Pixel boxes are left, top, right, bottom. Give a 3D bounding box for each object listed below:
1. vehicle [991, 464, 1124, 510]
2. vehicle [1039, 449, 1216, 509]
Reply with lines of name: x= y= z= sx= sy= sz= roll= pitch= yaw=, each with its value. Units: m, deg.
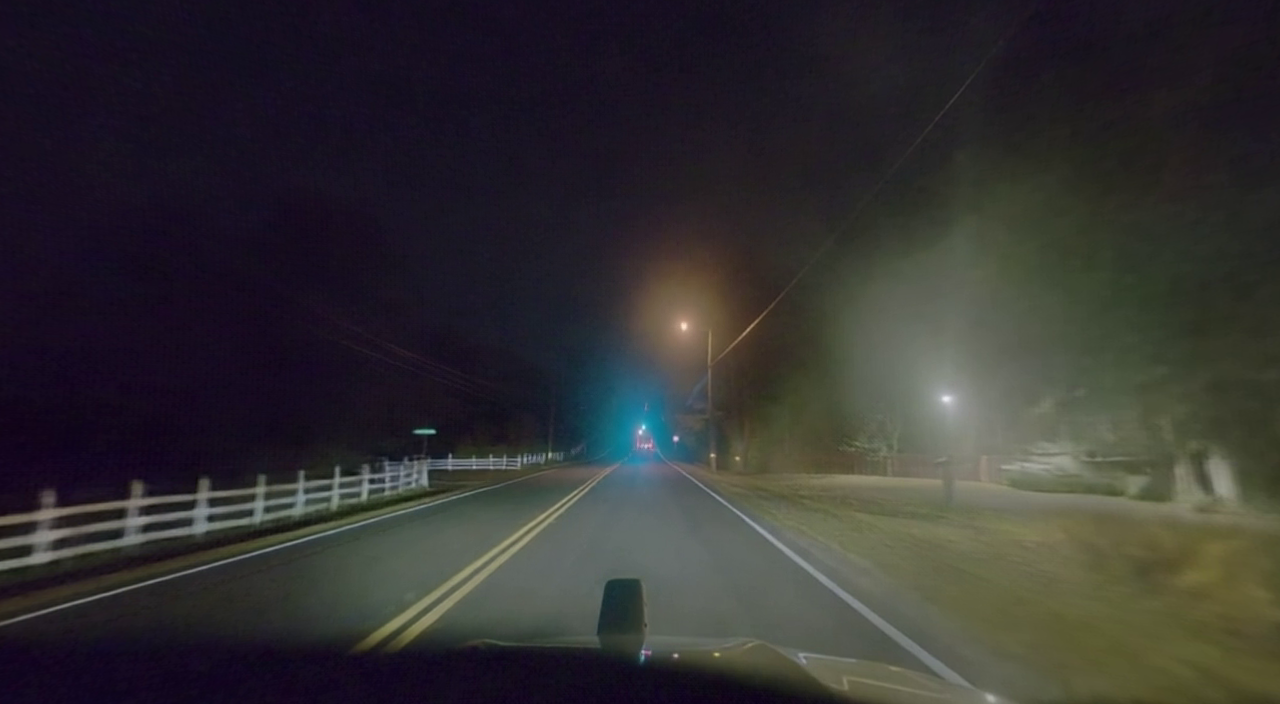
vehicle: x=15.986 y=5.153 z=24.480 sx=2.001 sy=1.450 sz=4.481 roll=1 pitch=-8 yaw=-2
vehicle: x=18.768 y=4.851 z=24.825 sx=2.269 sy=1.978 sz=6.008 roll=0 pitch=-8 yaw=1
